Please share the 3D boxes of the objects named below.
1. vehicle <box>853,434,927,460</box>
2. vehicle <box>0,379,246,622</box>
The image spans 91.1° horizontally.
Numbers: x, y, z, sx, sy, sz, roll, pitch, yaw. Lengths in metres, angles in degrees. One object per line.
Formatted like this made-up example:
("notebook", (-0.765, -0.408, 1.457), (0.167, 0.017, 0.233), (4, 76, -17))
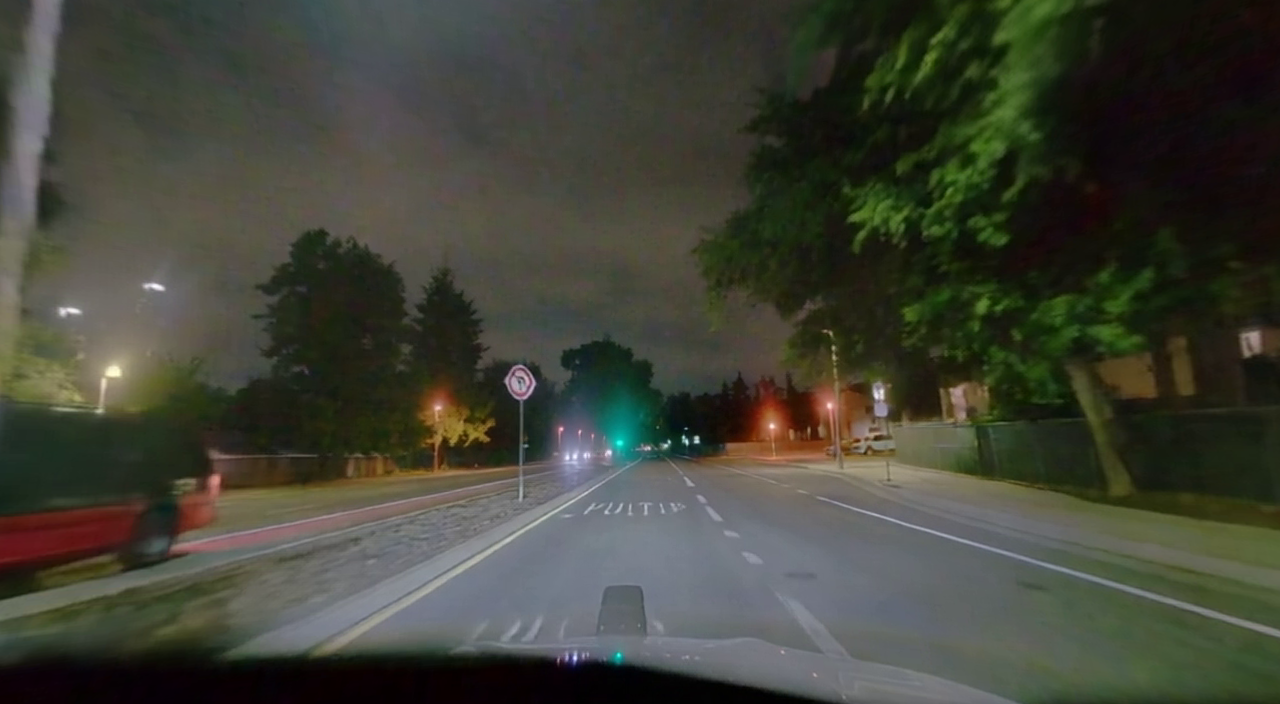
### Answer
("vehicle", (18.599, 7.082, 46.862), (4.611, 1.920, 2.043), (0, -8, -2))
("vehicle", (-5.924, 1.178, 5.125), (2.196, 1.809, 4.857), (0, -8, 1))
